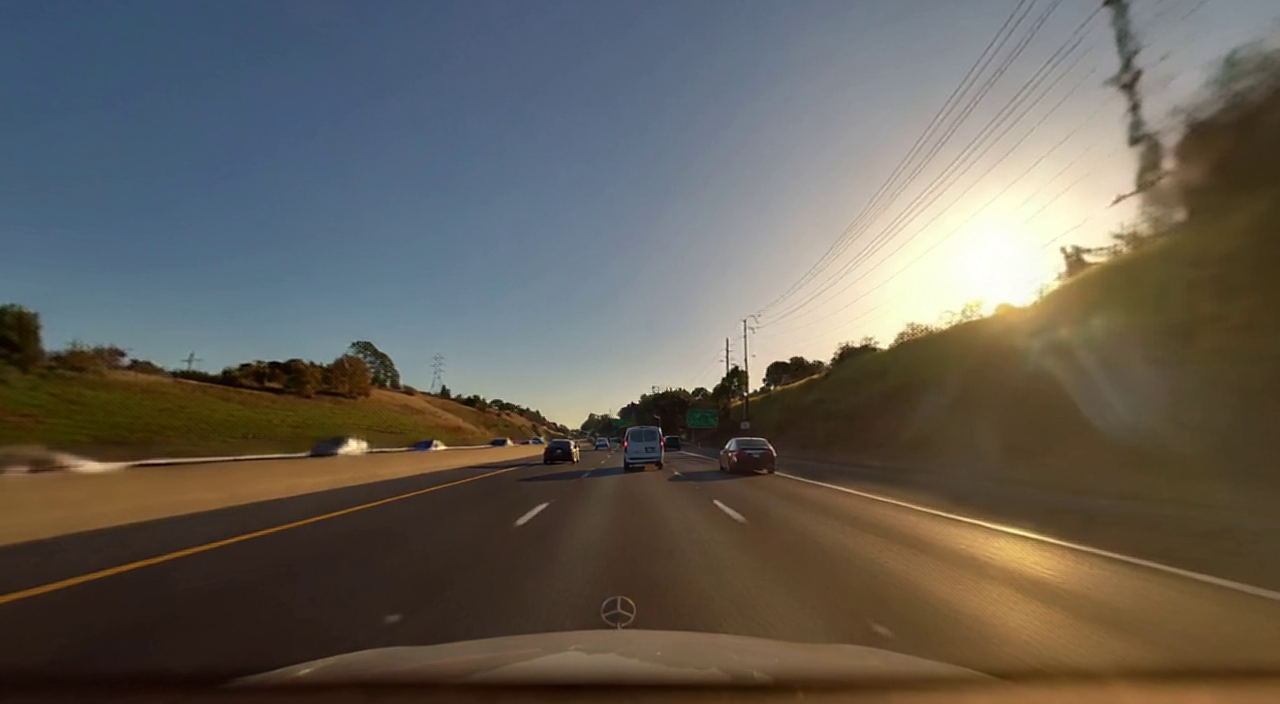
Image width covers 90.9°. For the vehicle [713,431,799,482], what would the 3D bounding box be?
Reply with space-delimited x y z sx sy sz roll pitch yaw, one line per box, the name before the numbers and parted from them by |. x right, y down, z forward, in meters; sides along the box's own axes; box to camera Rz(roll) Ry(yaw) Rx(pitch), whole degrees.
vehicle | 3.889 3.556 21.937 1.923 1.562 4.691 0 -8 -2

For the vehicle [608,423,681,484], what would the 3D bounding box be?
vehicle | 0.088 3.320 21.019 2.159 1.811 4.238 0 -8 -1

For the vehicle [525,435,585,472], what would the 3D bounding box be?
vehicle | -3.756 4.541 28.601 2.093 1.517 4.648 0 -8 0

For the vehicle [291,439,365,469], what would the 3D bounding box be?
vehicle | -18.789 6.127 38.224 2.050 1.716 4.775 0 -8 -1

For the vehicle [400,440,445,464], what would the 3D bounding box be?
vehicle | -14.885 6.837 43.297 1.806 1.476 3.868 0 -8 -2
